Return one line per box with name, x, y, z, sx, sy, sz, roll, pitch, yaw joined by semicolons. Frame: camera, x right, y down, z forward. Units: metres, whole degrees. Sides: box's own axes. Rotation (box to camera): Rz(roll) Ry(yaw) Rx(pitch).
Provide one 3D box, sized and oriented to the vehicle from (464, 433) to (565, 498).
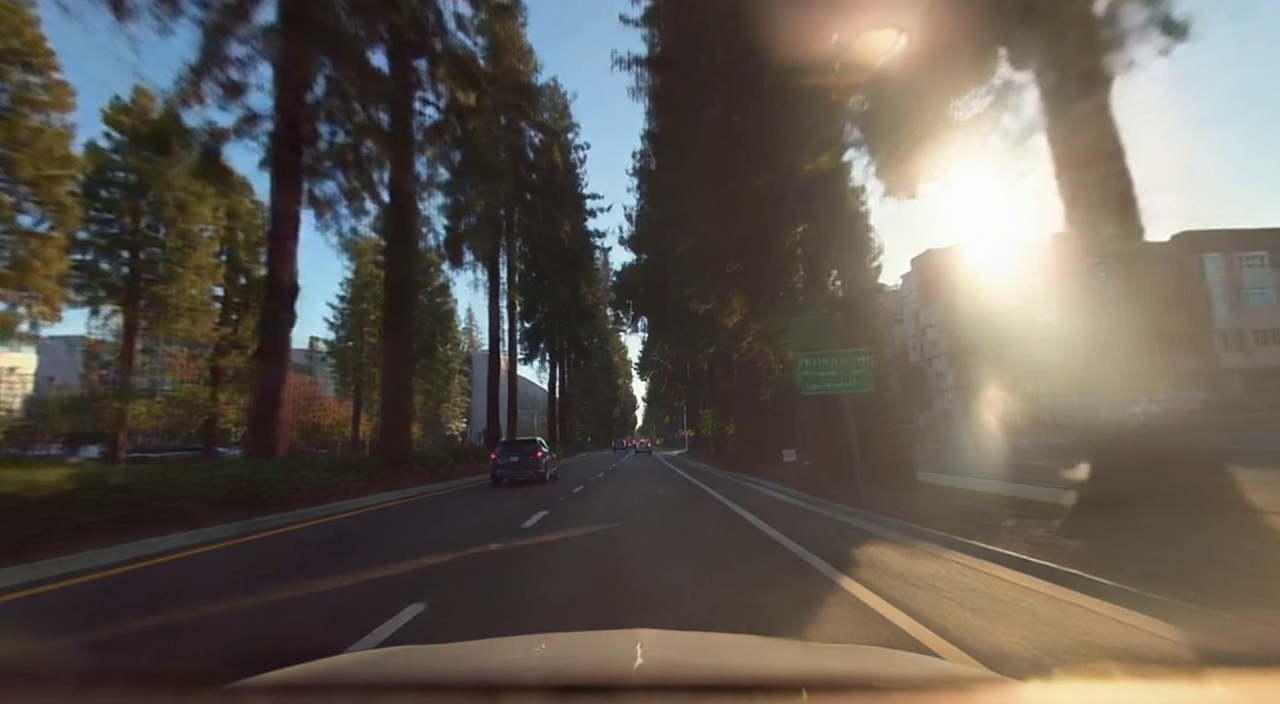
vehicle;-3.367;3.119;17.789;1.942;1.588;4.172;0;-8;1
